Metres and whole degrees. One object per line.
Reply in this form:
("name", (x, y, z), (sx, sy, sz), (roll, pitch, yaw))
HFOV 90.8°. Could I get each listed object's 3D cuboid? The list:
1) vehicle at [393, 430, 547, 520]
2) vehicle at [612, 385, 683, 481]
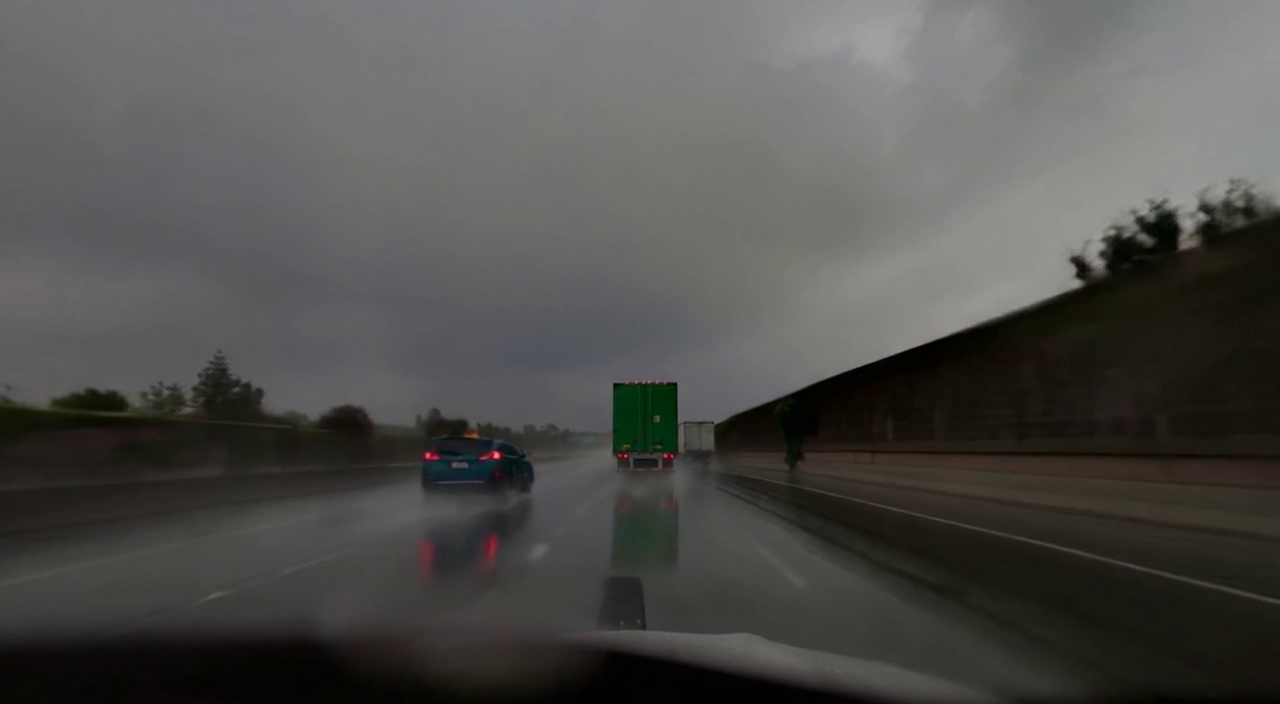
("vehicle", (-3.530, 2.662, 14.129), (2.173, 1.657, 4.401), (0, -9, 1))
("vehicle", (0.329, 4.257, 32.126), (2.932, 4.042, 11.054), (0, -9, 0))
